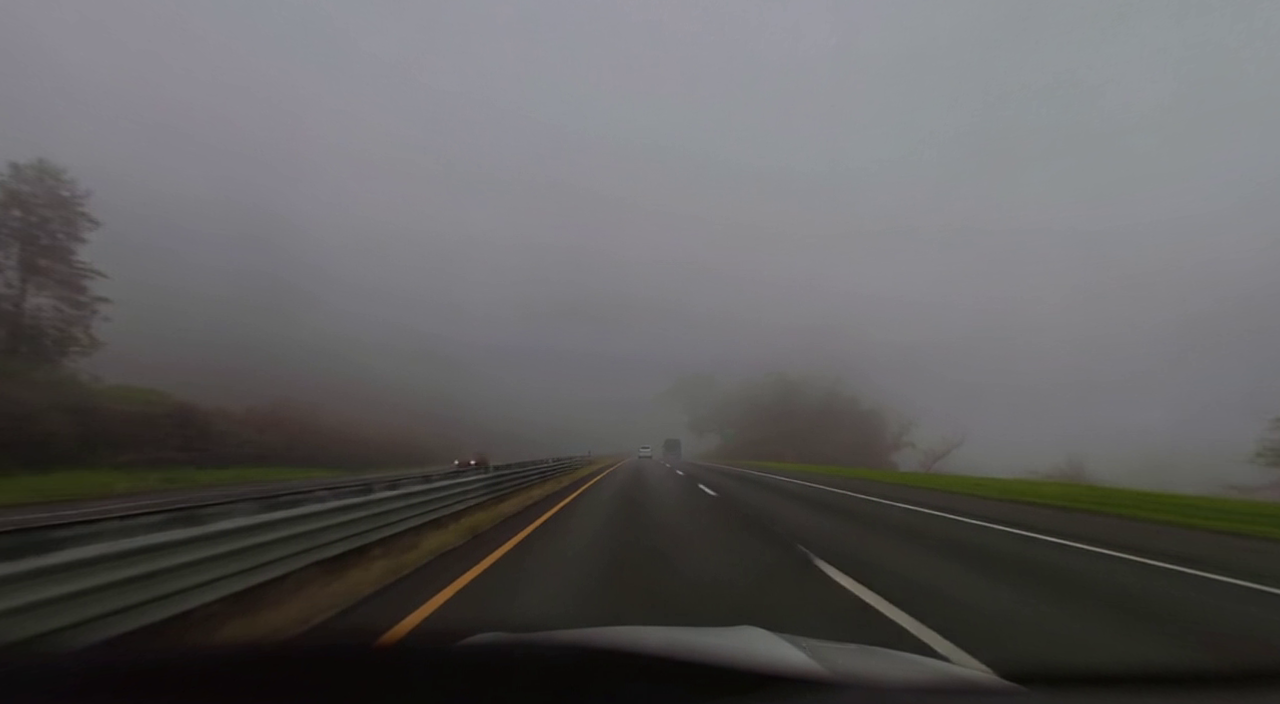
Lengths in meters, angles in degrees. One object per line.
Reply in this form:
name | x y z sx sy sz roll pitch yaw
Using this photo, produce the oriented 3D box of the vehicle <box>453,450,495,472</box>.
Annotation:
vehicle | -12.816 8.406 48.956 1.993 1.537 4.613 -2 -9 1
